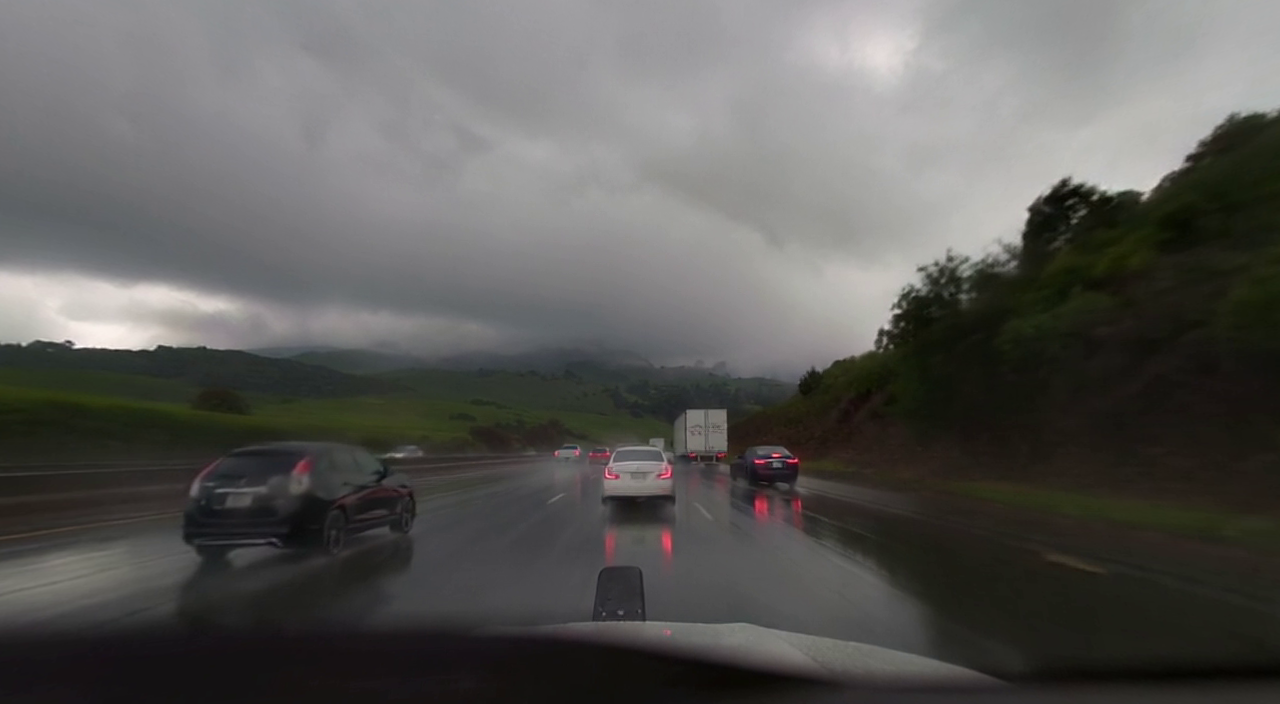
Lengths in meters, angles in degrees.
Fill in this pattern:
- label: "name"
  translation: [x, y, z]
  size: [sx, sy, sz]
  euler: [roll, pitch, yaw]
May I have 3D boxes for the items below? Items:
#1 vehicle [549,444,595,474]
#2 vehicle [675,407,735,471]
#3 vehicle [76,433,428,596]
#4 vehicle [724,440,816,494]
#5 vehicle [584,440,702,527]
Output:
- label: "vehicle"
  translation: [-4.077, 6.488, 38.408]
  size: [2.211, 1.669, 4.224]
  euler: [0, -9, 1]
- label: "vehicle"
  translation: [4.586, 6.795, 48.301]
  size: [3.194, 4.038, 16.301]
  euler: [0, -9, 1]
- label: "vehicle"
  translation: [-4.258, 1.817, 7.820]
  size: [1.848, 1.486, 3.832]
  euler: [0, -9, 1]
- label: "vehicle"
  translation: [4.183, 3.791, 21.137]
  size: [2.029, 1.579, 4.484]
  euler: [0, -9, -1]
- label: "vehicle"
  translation: [0.060, 2.582, 12.815]
  size: [2.041, 1.484, 3.535]
  euler: [0, -9, 0]
